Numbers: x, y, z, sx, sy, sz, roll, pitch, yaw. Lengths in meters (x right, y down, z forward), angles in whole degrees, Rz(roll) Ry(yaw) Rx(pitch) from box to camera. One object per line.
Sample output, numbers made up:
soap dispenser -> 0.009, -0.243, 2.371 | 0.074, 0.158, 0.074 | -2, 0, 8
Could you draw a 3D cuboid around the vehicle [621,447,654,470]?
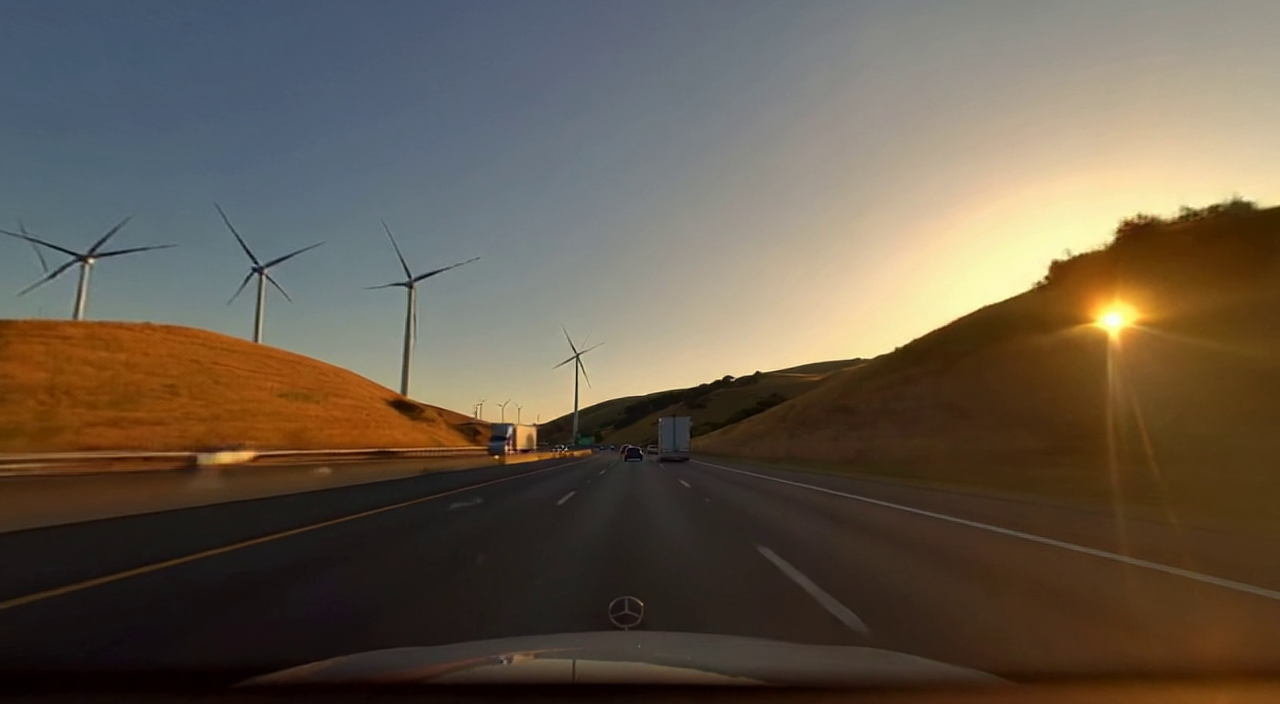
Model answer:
vehicle -> -0.190, 7.265, 43.150 | 2.209, 1.453, 3.695 | 0, -9, -1
